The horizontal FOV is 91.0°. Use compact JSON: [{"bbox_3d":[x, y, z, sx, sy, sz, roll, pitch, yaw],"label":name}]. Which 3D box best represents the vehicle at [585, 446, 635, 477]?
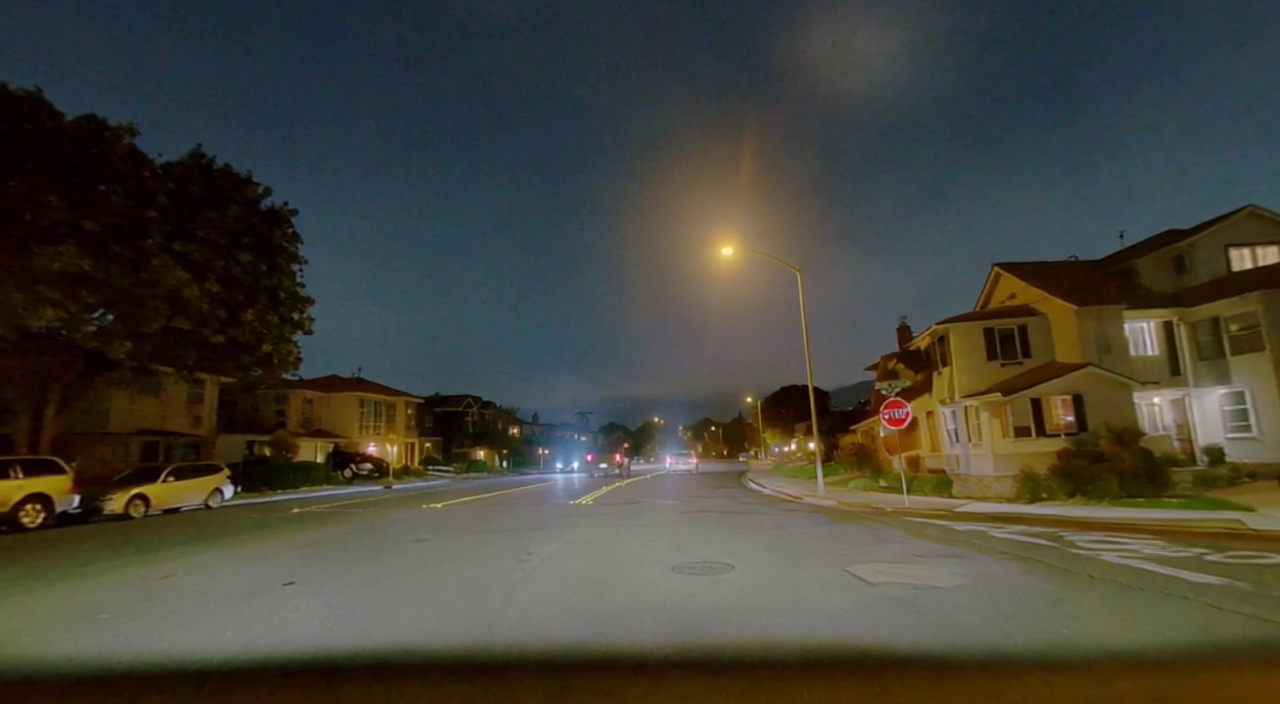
[{"bbox_3d":[-1.664,6.387,36.975,2.178,1.695,4.339,-1,-8,7],"label":"vehicle"}]

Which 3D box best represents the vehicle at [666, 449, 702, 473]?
[{"bbox_3d":[2.921,7.105,41.245,1.955,1.459,4.383,-1,-8,9],"label":"vehicle"}]

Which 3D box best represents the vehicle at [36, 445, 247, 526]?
[{"bbox_3d":[-13.781,3.715,17.915,2.076,1.864,4.730,-3,-10,1],"label":"vehicle"}]

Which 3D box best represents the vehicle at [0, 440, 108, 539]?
[{"bbox_3d":[-14.111,2.784,12.312,2.191,1.980,5.888,-4,-9,1],"label":"vehicle"}]
